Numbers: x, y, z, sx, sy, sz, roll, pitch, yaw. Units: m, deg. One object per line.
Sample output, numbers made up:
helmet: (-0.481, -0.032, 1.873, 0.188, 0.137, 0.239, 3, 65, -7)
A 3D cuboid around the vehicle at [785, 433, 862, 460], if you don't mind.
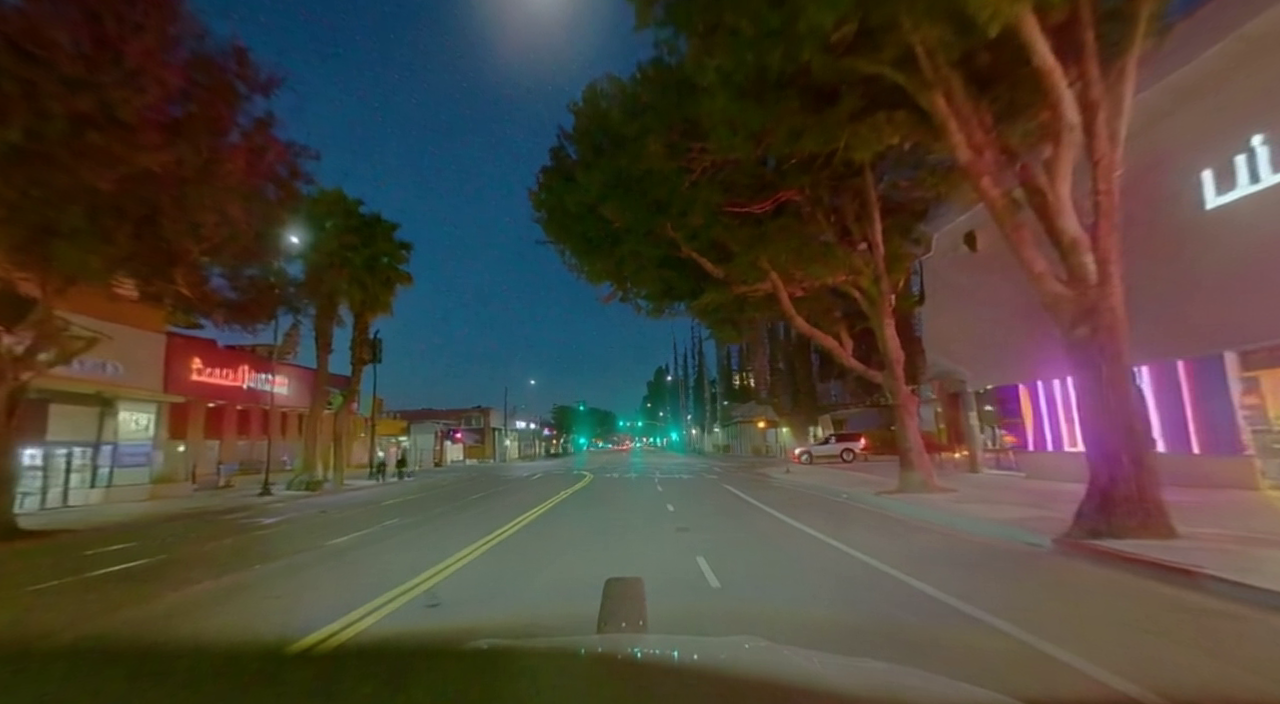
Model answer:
vehicle: (13.837, 7.183, 47.782, 5.129, 1.882, 2.117, -1, -10, -2)
